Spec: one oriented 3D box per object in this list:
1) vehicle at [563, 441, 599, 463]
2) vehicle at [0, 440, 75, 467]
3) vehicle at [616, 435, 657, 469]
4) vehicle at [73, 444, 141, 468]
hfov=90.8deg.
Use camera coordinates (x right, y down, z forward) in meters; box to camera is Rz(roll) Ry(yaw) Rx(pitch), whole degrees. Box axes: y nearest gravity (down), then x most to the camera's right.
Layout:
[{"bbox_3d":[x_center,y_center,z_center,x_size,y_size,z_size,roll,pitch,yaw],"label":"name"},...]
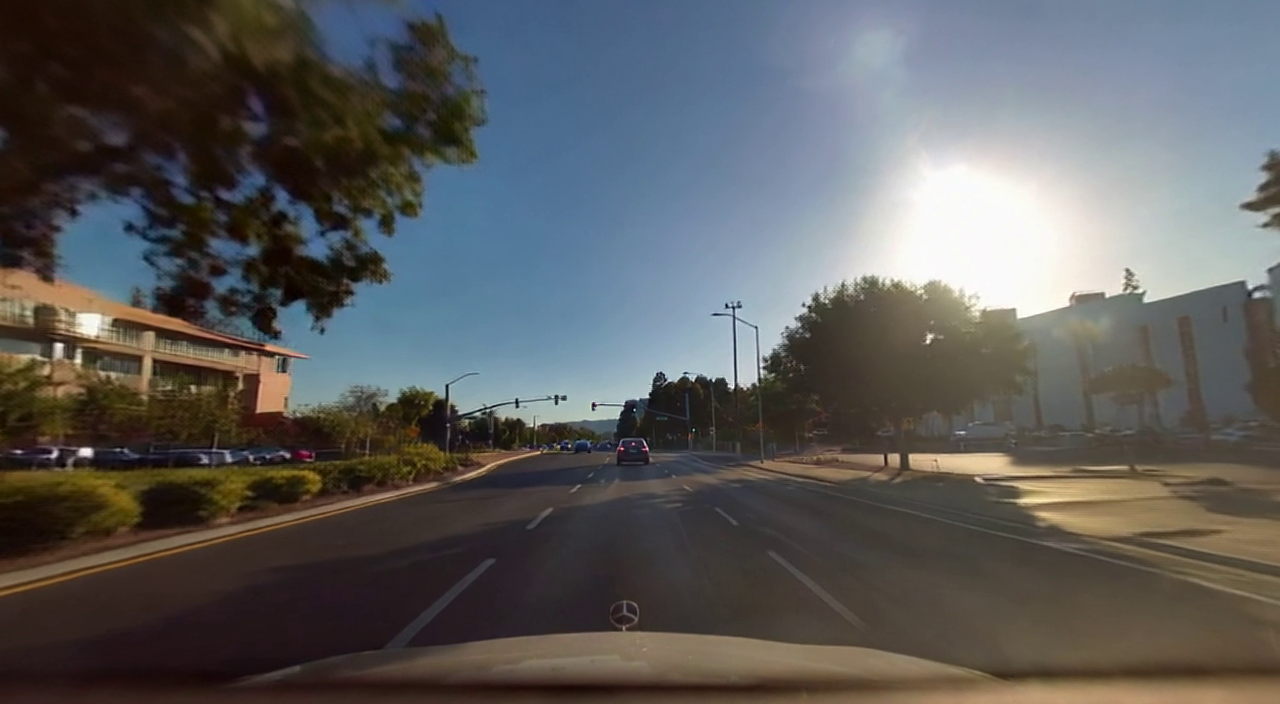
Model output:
[{"bbox_3d":[-4.056,6.907,43.766,2.075,1.474,4.367,0,-9,0],"label":"vehicle"},{"bbox_3d":[-47.690,7.940,49.430,2.427,1.959,5.505,1,-9,-8],"label":"vehicle"},{"bbox_3d":[-0.238,5.547,35.231,2.188,1.782,3.982,0,-9,-1],"label":"vehicle"},{"bbox_3d":[-39.862,7.783,47.431,2.271,1.687,4.754,3,-9,-19],"label":"vehicle"}]
